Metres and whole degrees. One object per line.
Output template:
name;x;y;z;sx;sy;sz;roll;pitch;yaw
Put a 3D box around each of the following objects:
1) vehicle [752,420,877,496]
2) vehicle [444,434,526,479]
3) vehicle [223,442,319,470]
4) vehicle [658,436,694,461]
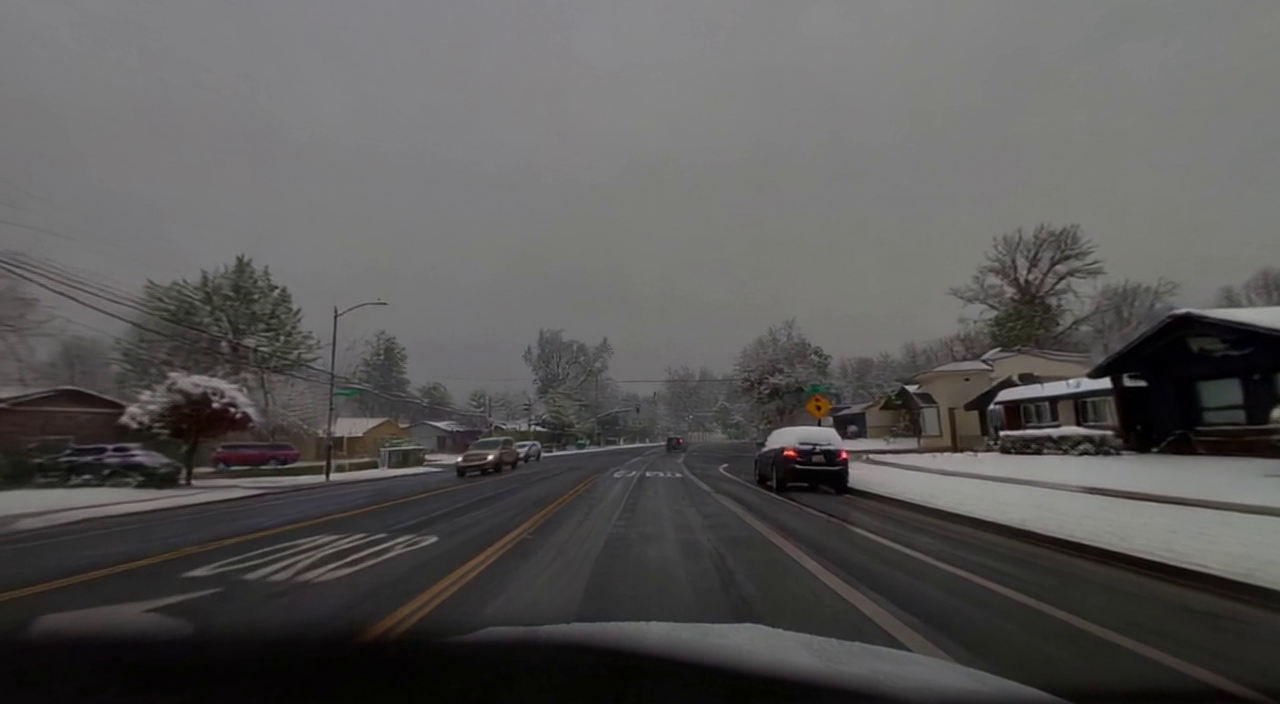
vehicle;4.885;3.073;18.608;2.233;1.887;5.347;0;-9;1
vehicle;-7.026;4.802;29.221;2.200;1.852;4.897;-1;-9;4
vehicle;-24.669;6.969;42.335;4.999;1.735;2.227;1;-9;-9
vehicle;2.610;6.829;44.574;2.115;1.679;4.235;-1;-9;9
